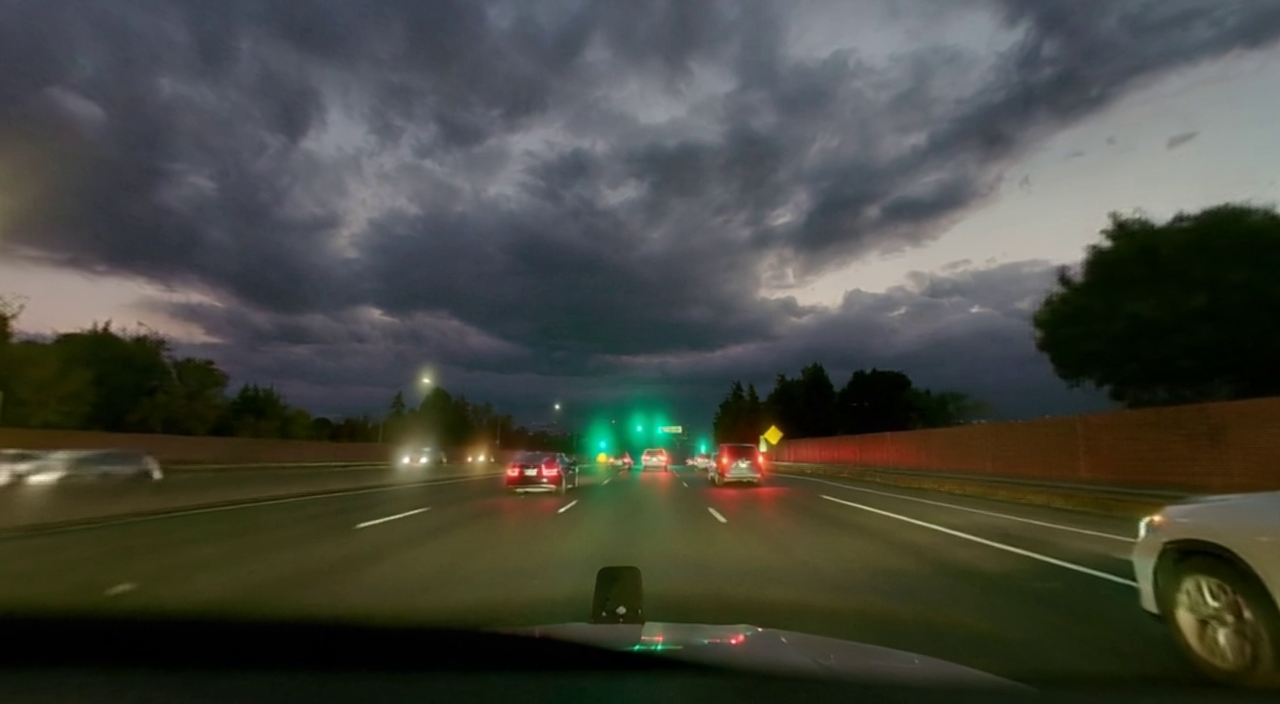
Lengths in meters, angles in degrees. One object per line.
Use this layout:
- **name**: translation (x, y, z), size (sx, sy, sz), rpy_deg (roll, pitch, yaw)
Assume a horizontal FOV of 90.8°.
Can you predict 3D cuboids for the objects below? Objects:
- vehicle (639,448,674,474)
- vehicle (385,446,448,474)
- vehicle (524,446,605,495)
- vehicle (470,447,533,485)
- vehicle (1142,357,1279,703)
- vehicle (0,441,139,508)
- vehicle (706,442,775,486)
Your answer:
- **vehicle**: translation (1.229, 7.828, 45.675), size (2.408, 1.748, 4.217), rpy_deg (0, -8, 3)
- **vehicle**: translation (-14.766, 7.164, 42.090), size (2.213, 1.749, 4.890), rpy_deg (-1, -9, 3)
- **vehicle**: translation (-2.498, 4.060, 22.137), size (2.130, 1.514, 4.766), rpy_deg (0, -8, 2)
- **vehicle**: translation (-5.914, 4.874, 27.359), size (1.835, 1.504, 3.612), rpy_deg (0, -9, 1)
- **vehicle**: translation (3.807, 0.646, 1.134), size (2.029, 1.716, 4.545), rpy_deg (0, -9, 0)
- **vehicle**: translation (-15.345, 2.976, 15.644), size (1.971, 1.484, 4.666), rpy_deg (0, -9, 1)
- **vehicle**: translation (4.227, 4.798, 27.353), size (2.320, 1.735, 4.408), rpy_deg (0, -8, 1)
